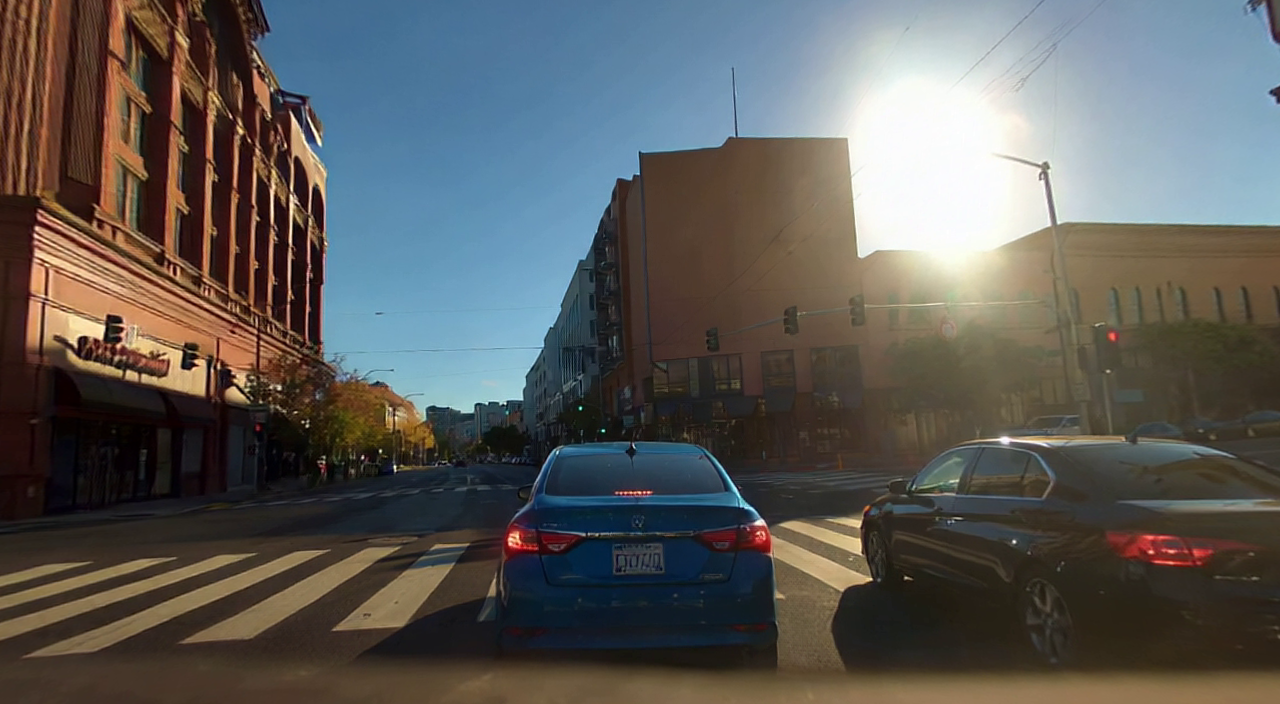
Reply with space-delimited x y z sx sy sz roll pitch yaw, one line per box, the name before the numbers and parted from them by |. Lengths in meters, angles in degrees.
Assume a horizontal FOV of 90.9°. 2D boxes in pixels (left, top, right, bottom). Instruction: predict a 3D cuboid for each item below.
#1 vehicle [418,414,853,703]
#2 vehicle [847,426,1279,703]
vehicle | -0.054 1.351 5.148 2.094 1.481 4.078 0 -8 -1
vehicle | 3.342 1.377 5.080 1.860 1.430 4.089 0 -8 -1
